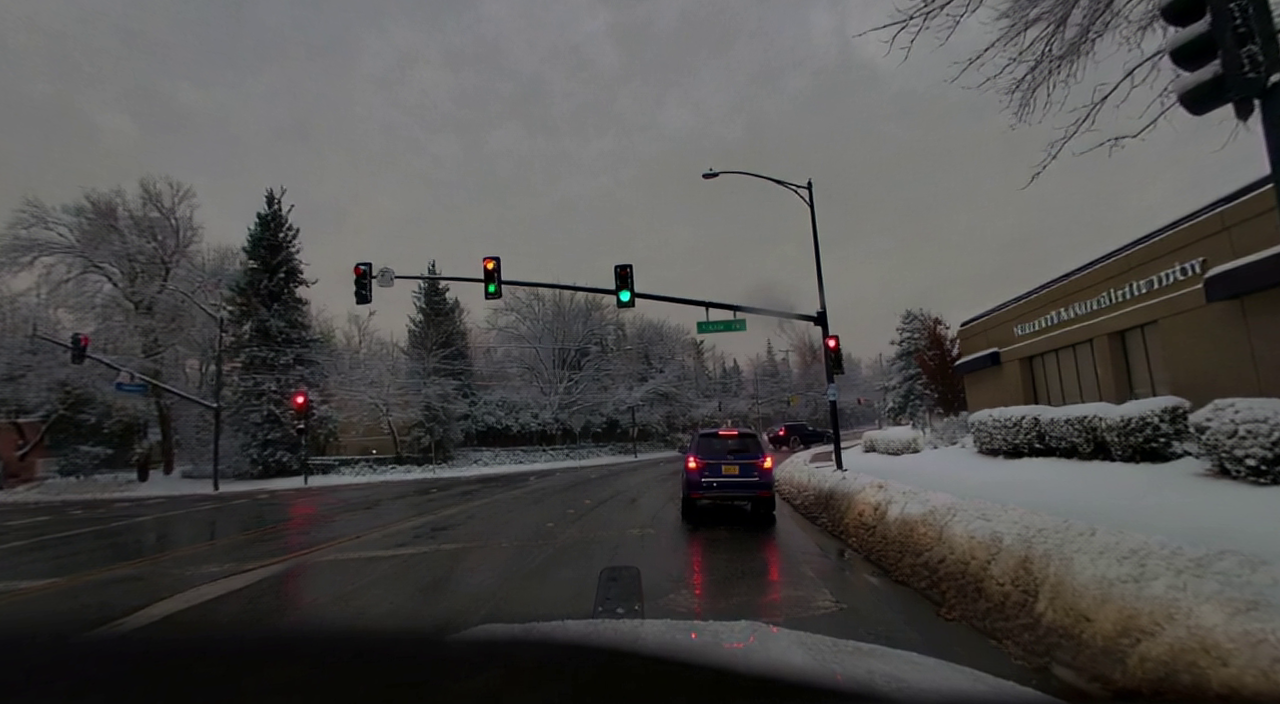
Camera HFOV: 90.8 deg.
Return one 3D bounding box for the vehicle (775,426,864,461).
[{"bbox_3d":[10.266,5.182,35.816,5.519,1.842,2.100,7,-11,-41],"label":"vehicle"}]
